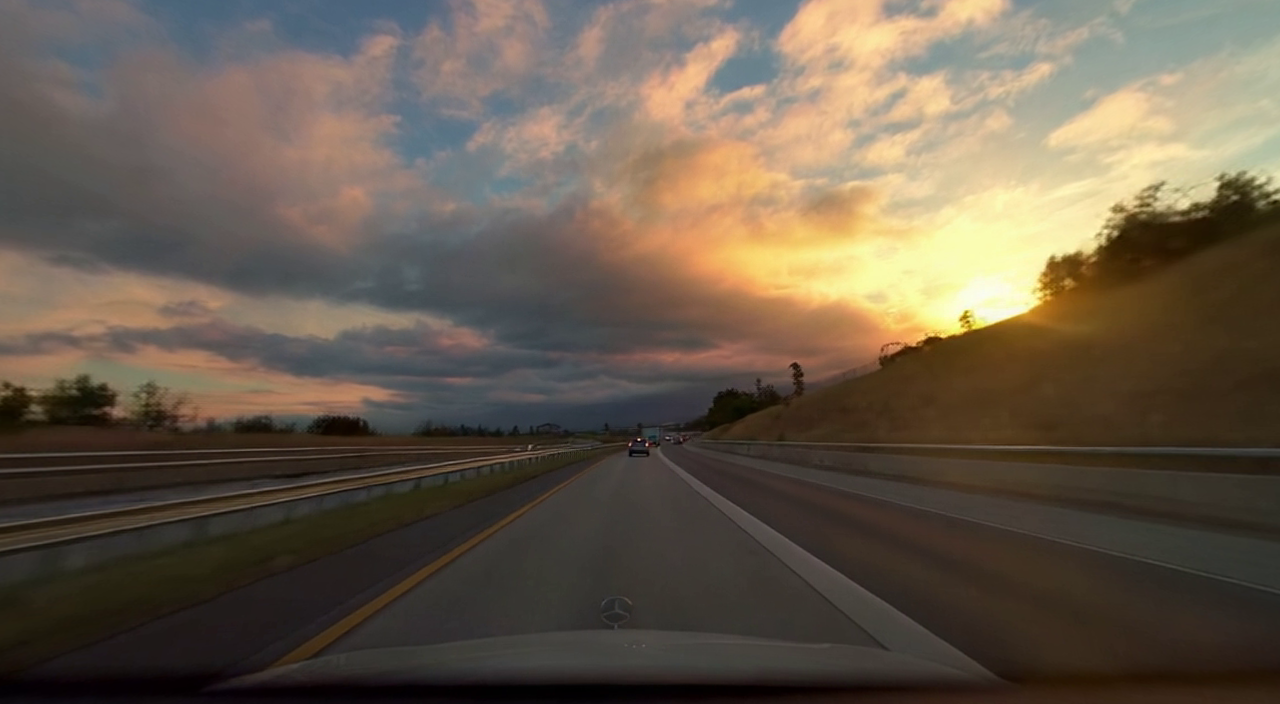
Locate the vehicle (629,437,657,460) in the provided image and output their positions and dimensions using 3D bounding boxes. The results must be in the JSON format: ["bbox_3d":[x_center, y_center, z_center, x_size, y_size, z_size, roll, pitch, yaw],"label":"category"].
[{"bbox_3d":[0.213,7.418,48.487,2.059,1.696,4.165,0,-8,-1],"label":"vehicle"}]
